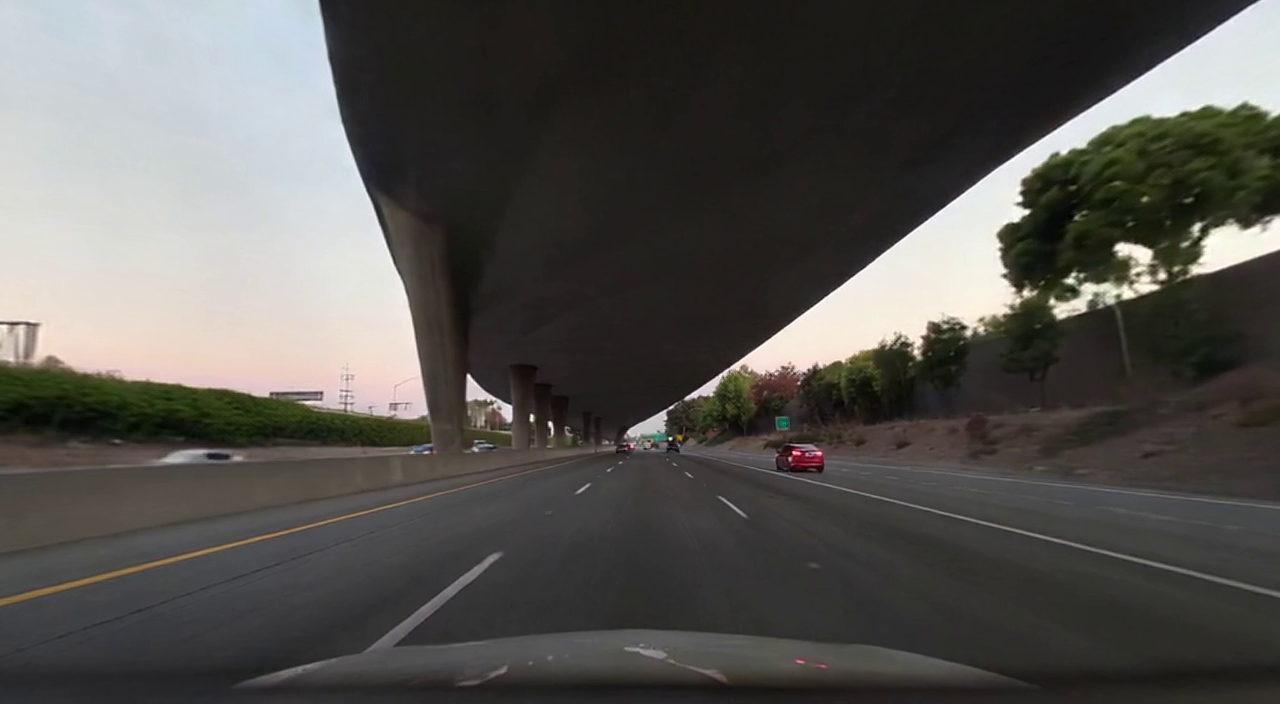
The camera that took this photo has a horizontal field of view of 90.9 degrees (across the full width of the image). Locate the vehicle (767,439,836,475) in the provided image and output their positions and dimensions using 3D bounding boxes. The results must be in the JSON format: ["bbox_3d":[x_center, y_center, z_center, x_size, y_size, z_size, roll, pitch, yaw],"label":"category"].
[{"bbox_3d":[7.240,4.754,28.816,1.914,1.465,4.574,0,-8,0],"label":"vehicle"}]

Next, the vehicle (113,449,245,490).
[{"bbox_3d":[-18.794,4.785,26.039,1.953,1.469,4.574,0,-8,0],"label":"vehicle"}]
